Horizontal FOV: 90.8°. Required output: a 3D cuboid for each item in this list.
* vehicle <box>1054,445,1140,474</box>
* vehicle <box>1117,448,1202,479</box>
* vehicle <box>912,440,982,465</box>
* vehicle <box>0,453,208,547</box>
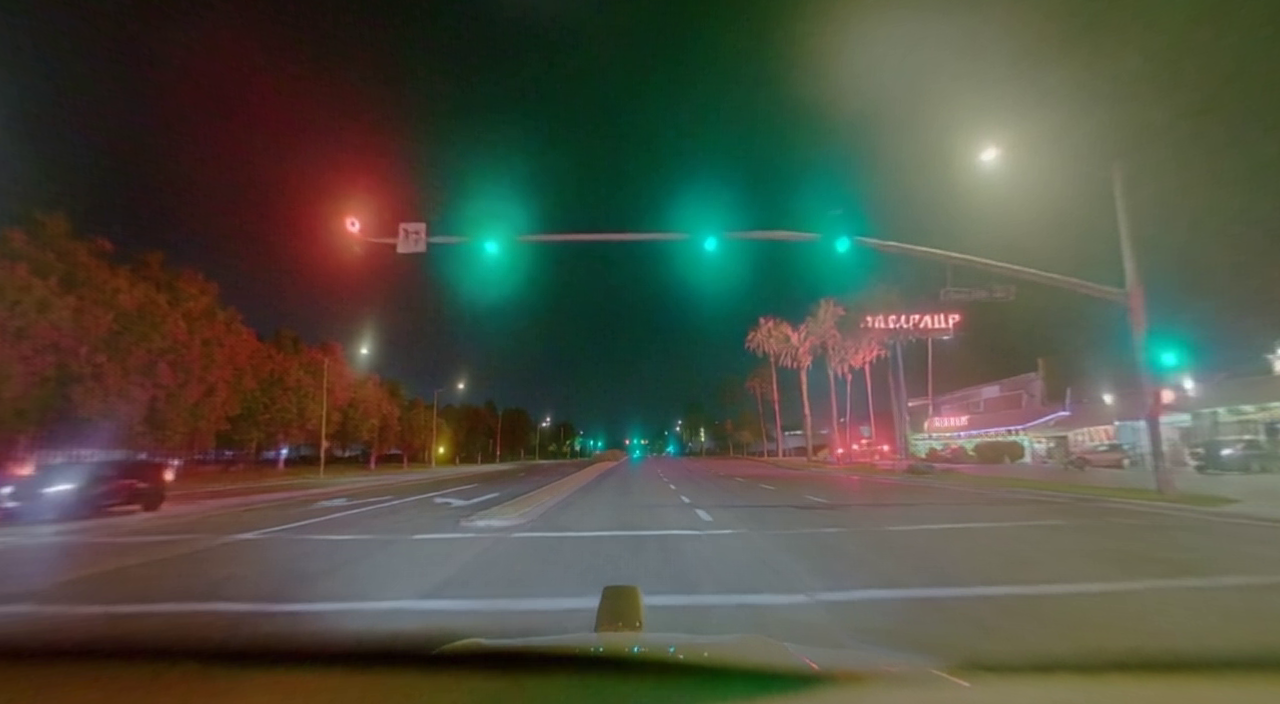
[{"bbox_3d":[22.571,5.287,31.219,3.280,1.344,1.518,1,-9,-11],"label":"vehicle"},{"bbox_3d":[23.480,5.013,28.562,3.142,1.270,1.464,2,-10,-21],"label":"vehicle"},{"bbox_3d":[20.230,6.604,41.723,3.576,1.443,1.822,-2,-8,-2],"label":"vehicle"},{"bbox_3d":[-11.203,2.755,12.513,2.019,1.434,4.622,0,-8,0],"label":"vehicle"}]
